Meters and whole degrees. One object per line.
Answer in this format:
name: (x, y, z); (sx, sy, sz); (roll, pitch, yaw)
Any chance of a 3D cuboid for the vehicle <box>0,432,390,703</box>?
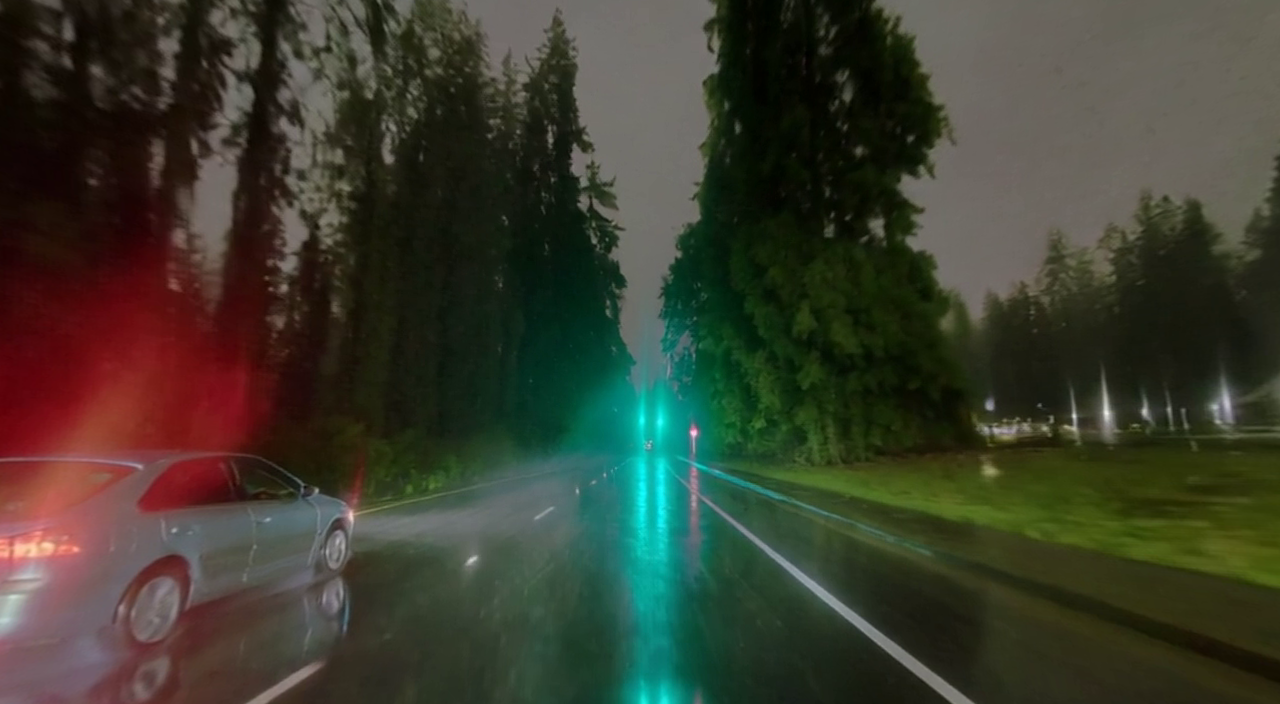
vehicle: (-3.959, 1.448, 5.354); (1.946, 1.437, 4.154); (0, -8, 1)
